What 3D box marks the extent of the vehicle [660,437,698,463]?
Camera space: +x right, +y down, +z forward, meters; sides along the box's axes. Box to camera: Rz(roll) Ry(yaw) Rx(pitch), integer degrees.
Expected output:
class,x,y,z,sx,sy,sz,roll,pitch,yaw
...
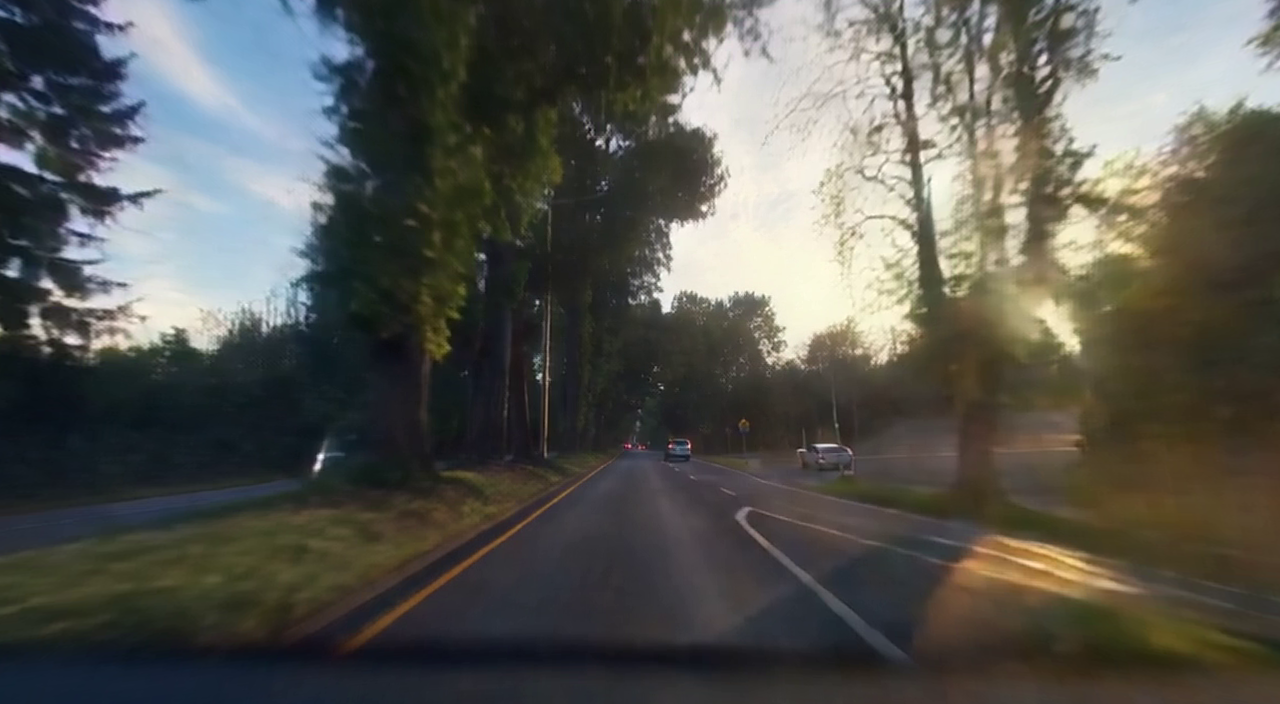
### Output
class,x,y,z,sx,sy,sz,roll,pitch,yaw
vehicle,2.725,7.007,45.398,2.183,1.744,4.424,1,-9,-4

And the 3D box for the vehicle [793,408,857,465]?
class,x,y,z,sx,sy,sz,roll,pitch,yaw
vehicle,10.942,5.075,37.728,3.250,3.147,4.411,-2,-9,12
